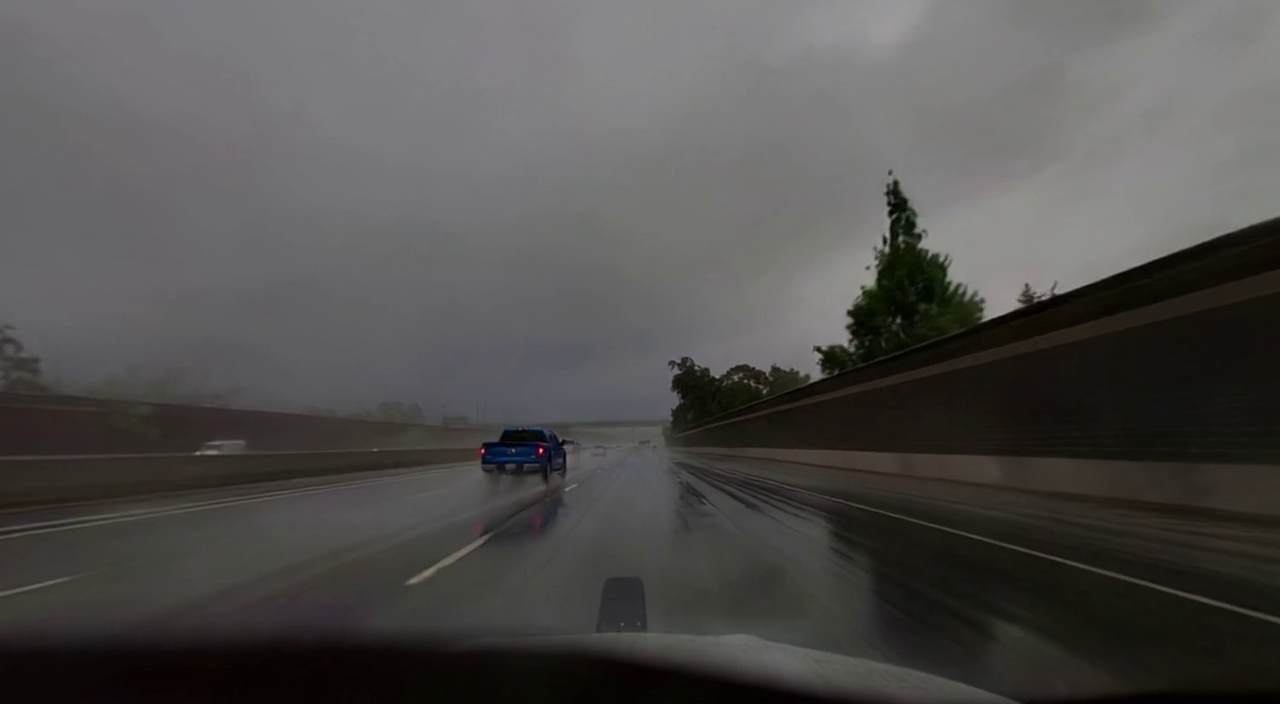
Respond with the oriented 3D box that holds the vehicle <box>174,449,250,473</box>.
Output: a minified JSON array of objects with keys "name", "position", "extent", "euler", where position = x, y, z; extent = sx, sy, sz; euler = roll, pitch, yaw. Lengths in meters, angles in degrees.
[{"name":"vehicle","position":[-29.035,7.364,42.925],"extent":[1.870,1.505,4.541],"euler":[0,-8,1]}]

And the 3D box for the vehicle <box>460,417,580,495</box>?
[{"name":"vehicle","position":[-3.643,3.364,20.758],"extent":[2.604,2.170,6.271],"euler":[0,-8,1]}]
